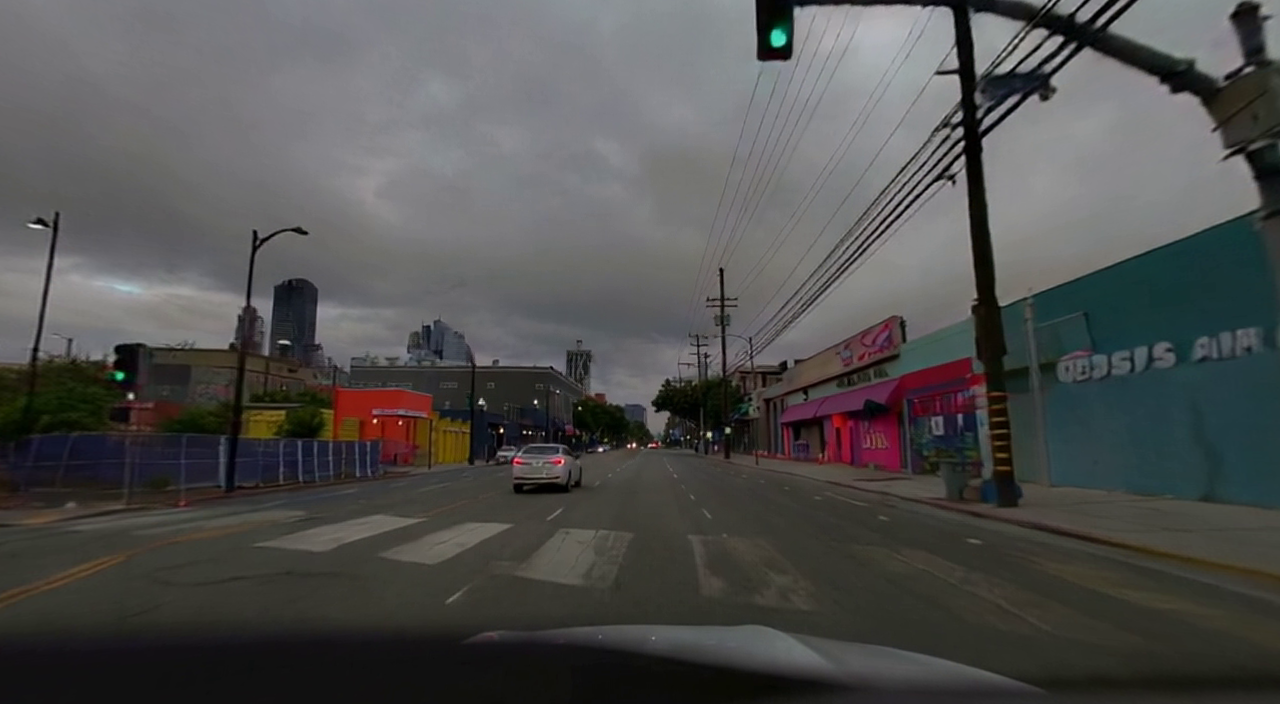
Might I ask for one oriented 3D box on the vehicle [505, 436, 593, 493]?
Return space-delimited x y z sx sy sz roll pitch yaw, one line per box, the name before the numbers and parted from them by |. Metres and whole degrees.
vehicle | -2.745 3.538 20.199 2.036 1.589 4.549 -1 -9 2
